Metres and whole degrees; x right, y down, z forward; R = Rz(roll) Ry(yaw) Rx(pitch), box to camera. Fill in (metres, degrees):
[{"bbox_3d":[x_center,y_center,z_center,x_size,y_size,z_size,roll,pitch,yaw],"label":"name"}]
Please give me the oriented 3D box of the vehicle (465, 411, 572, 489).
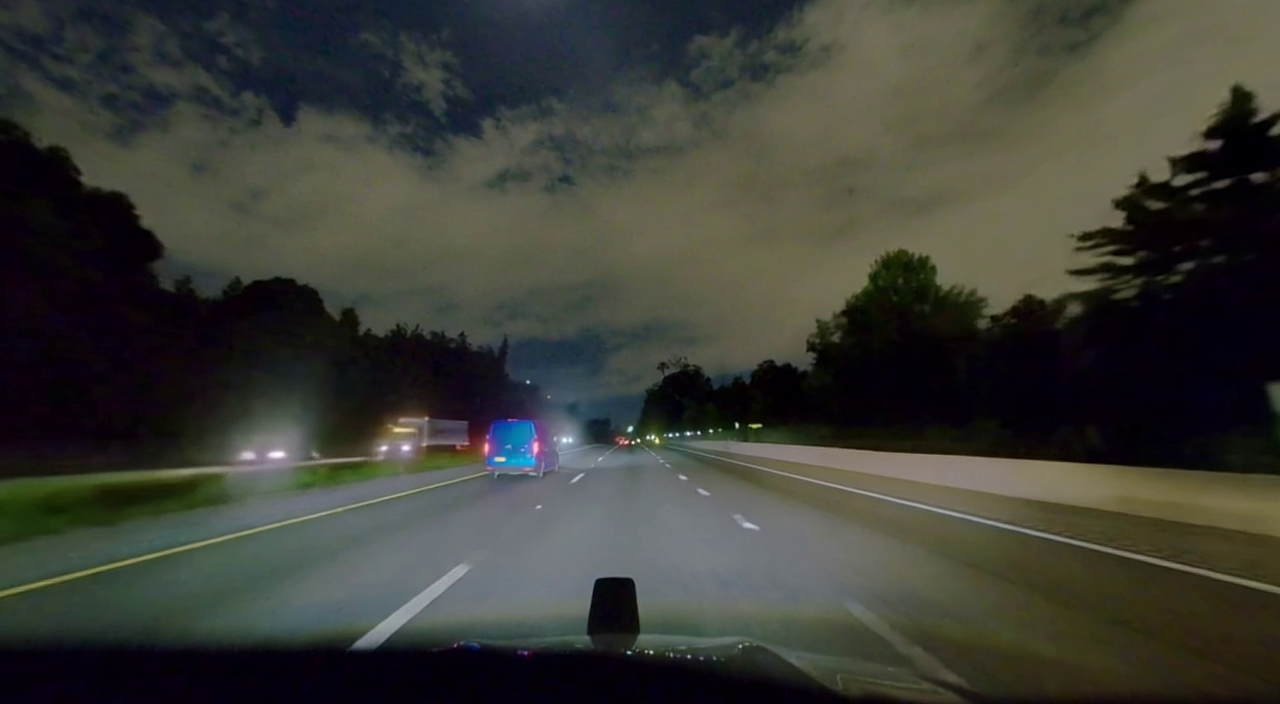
[{"bbox_3d":[-3.423,2.873,18.851,2.297,2.011,4.736,0,-8,-1],"label":"vehicle"}]
